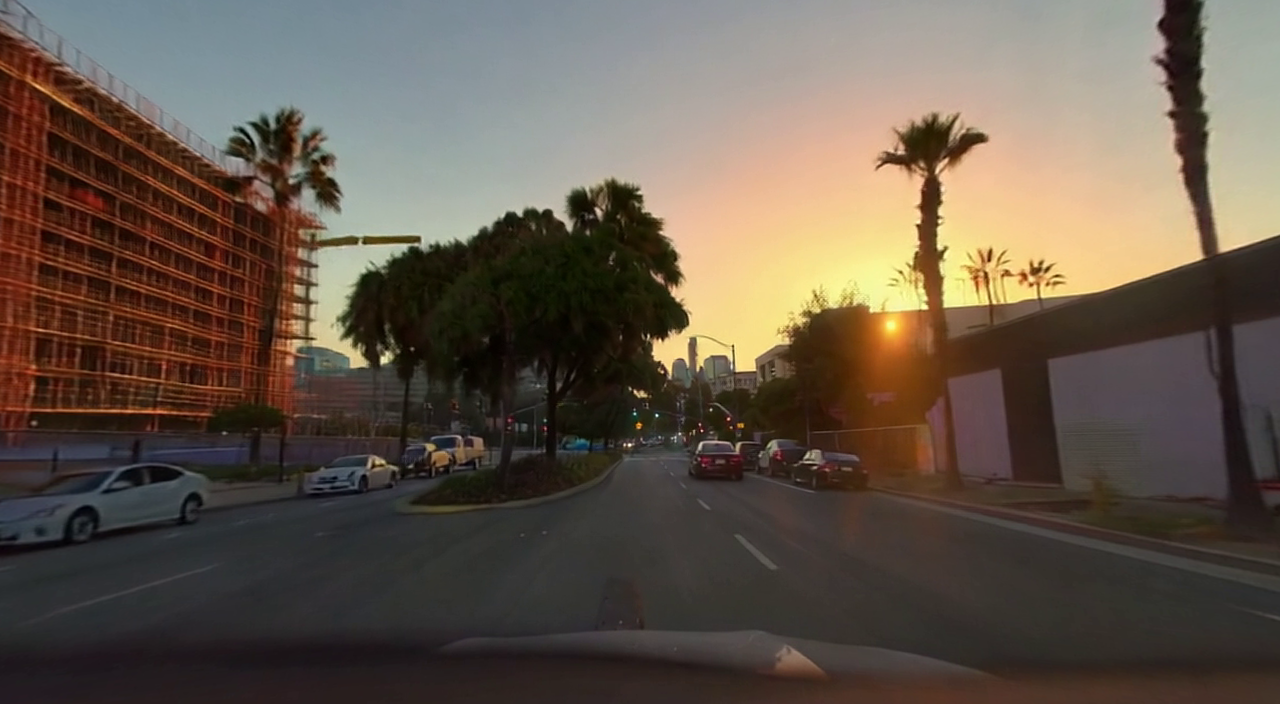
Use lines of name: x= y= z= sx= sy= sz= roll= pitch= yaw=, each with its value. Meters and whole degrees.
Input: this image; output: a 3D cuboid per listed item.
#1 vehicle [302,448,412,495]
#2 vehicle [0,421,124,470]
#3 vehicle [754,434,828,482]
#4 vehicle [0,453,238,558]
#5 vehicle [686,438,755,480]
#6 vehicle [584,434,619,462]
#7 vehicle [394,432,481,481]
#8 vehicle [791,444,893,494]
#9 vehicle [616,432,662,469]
vehicle: x=-9.977 y=4.207 z=22.726 sx=1.804 sy=1.478 sz=4.734 roll=0 pitch=-8 yaw=0
vehicle: x=-20.124 y=3.260 z=21.975 sx=3.575 sy=1.571 sz=1.912 roll=-5 pitch=-9 yaw=26
vehicle: x=6.256 y=4.434 z=26.700 sx=1.886 sy=1.792 sz=4.525 roll=0 pitch=-9 yaw=-1
vehicle: x=-9.685 y=2.596 z=11.458 sx=1.821 sy=1.448 sz=4.591 roll=0 pitch=-8 yaw=-1
vehicle: x=3.031 y=4.110 z=24.571 sx=1.999 sy=1.487 sz=3.939 roll=0 pitch=-9 yaw=-2
vehicle: x=-2.700 y=6.942 z=45.695 sx=2.180 sy=1.879 sz=4.452 roll=0 pitch=-8 yaw=1
vehicle: x=-10.060 y=5.326 z=31.975 sx=2.294 sy=1.948 sz=6.025 roll=-6 pitch=-10 yaw=0
vehicle: x=6.423 y=3.738 z=20.651 sx=1.819 sy=1.435 sz=4.337 roll=0 pitch=-8 yaw=-1
vehicle: x=-0.054 y=5.224 z=33.583 sx=2.264 sy=1.798 sz=4.258 roll=0 pitch=-8 yaw=0
